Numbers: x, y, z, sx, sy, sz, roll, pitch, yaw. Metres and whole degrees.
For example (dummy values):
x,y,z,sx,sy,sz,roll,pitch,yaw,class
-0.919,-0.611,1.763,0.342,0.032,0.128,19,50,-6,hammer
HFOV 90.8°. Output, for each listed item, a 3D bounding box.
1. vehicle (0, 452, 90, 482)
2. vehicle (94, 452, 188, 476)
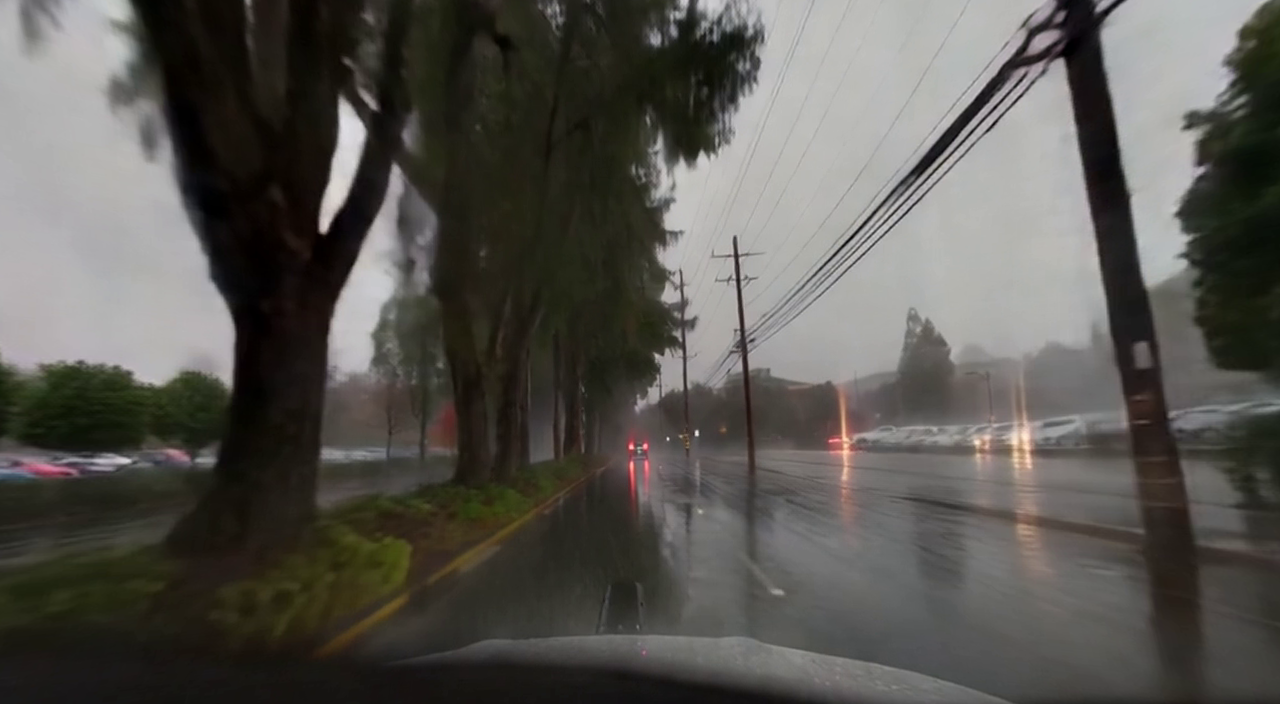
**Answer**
x,y,z,sx,sy,sz,roll,pitch,yaw,class
-34.094,6.432,35.488,4.551,1.559,1.967,-1,-9,2,vehicle
-33.624,7.539,42.641,4.557,1.493,2.049,0,-9,0,vehicle
